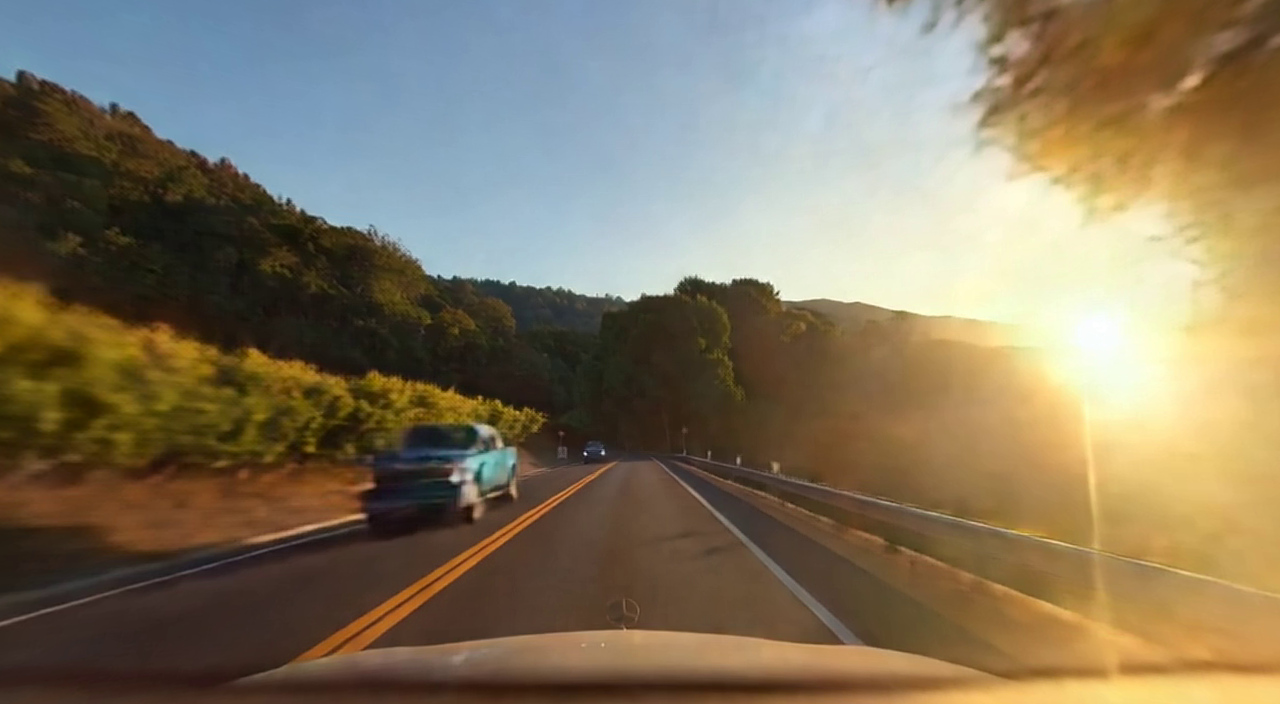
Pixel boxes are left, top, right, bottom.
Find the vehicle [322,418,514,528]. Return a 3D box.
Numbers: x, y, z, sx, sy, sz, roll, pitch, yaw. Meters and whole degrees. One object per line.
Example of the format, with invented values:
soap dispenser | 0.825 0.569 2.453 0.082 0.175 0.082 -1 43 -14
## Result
vehicle | -4.188 2.374 12.953 2.309 1.826 4.542 0 -8 0
